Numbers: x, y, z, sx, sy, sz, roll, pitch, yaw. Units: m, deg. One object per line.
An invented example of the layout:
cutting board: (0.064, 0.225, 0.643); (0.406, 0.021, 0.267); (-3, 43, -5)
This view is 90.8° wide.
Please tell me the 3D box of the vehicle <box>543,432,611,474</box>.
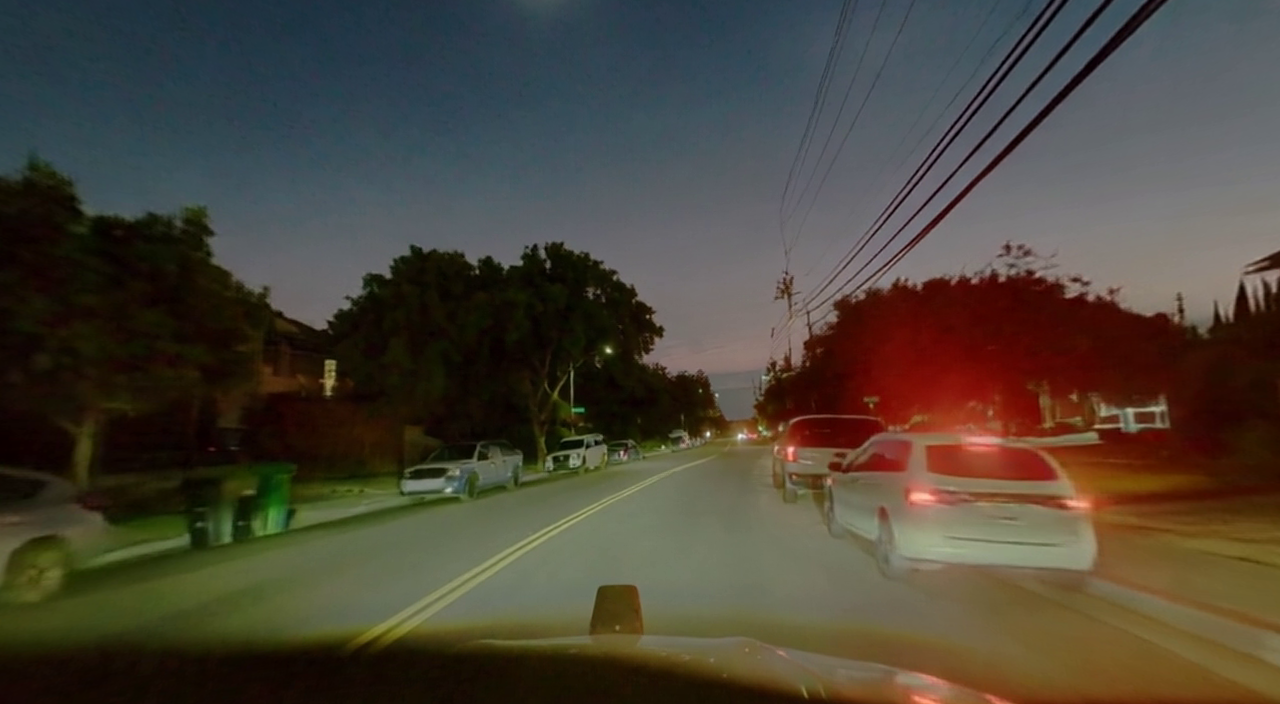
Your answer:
vehicle: (-3.027, 5.014, 31.542); (2.192, 1.873, 4.985); (-3, -8, 9)

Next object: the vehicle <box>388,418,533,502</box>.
vehicle: (-5.159, 3.274, 19.142); (2.353, 2.037, 5.358); (-5, -10, 6)

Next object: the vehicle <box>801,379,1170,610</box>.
vehicle: (3.391, 1.489, 7.644); (2.032, 1.810, 5.047); (-1, -8, 6)

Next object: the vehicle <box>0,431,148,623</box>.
vehicle: (-7.089, 1.555, 5.002); (2.184, 1.751, 5.057); (-4, -9, 3)

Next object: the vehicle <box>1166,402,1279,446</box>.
vehicle: (27.544, 3.456, 29.625); (2.164, 1.722, 4.621); (-1, -11, 8)
